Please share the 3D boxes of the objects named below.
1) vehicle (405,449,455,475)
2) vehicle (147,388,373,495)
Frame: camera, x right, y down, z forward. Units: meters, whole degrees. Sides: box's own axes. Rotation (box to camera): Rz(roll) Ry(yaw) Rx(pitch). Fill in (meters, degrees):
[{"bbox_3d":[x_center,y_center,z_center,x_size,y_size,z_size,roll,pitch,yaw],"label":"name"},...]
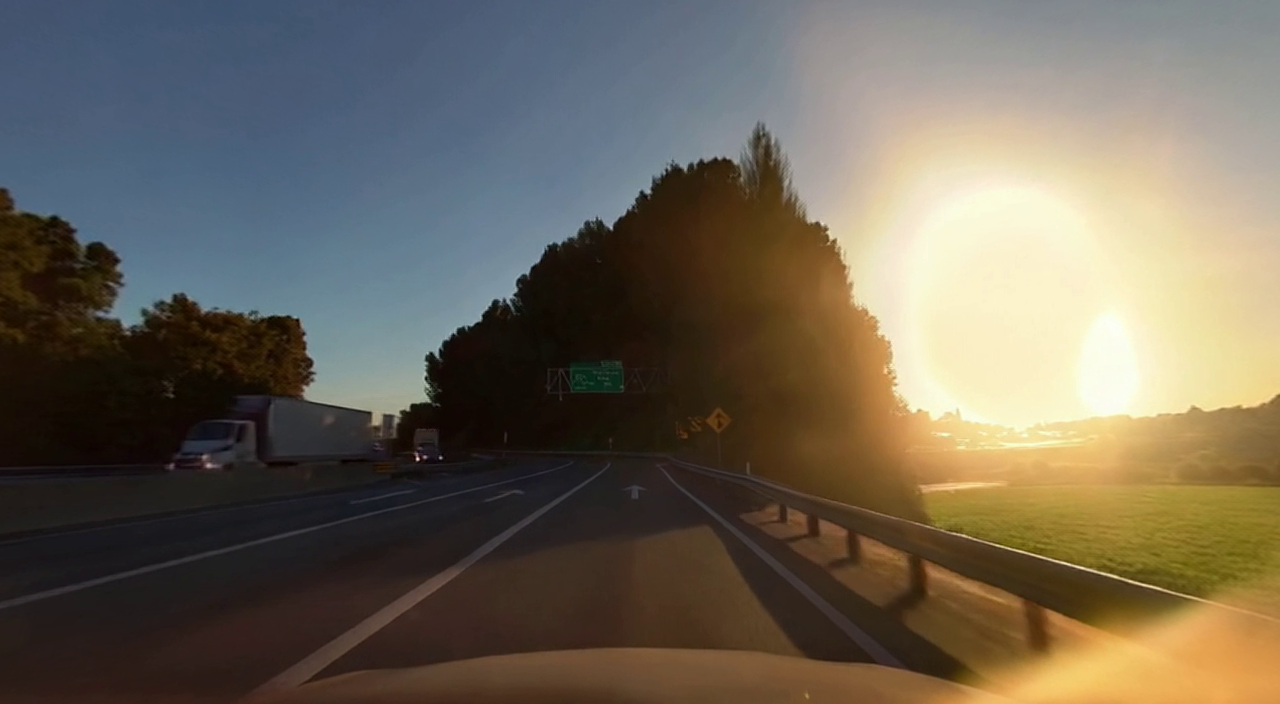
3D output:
[{"bbox_3d":[-15.201,8.005,45.900,2.144,1.764,4.730,0,-9,-2],"label":"vehicle"},{"bbox_3d":[-15.009,3.823,26.467,2.988,3.568,10.170,0,-9,1],"label":"vehicle"}]
